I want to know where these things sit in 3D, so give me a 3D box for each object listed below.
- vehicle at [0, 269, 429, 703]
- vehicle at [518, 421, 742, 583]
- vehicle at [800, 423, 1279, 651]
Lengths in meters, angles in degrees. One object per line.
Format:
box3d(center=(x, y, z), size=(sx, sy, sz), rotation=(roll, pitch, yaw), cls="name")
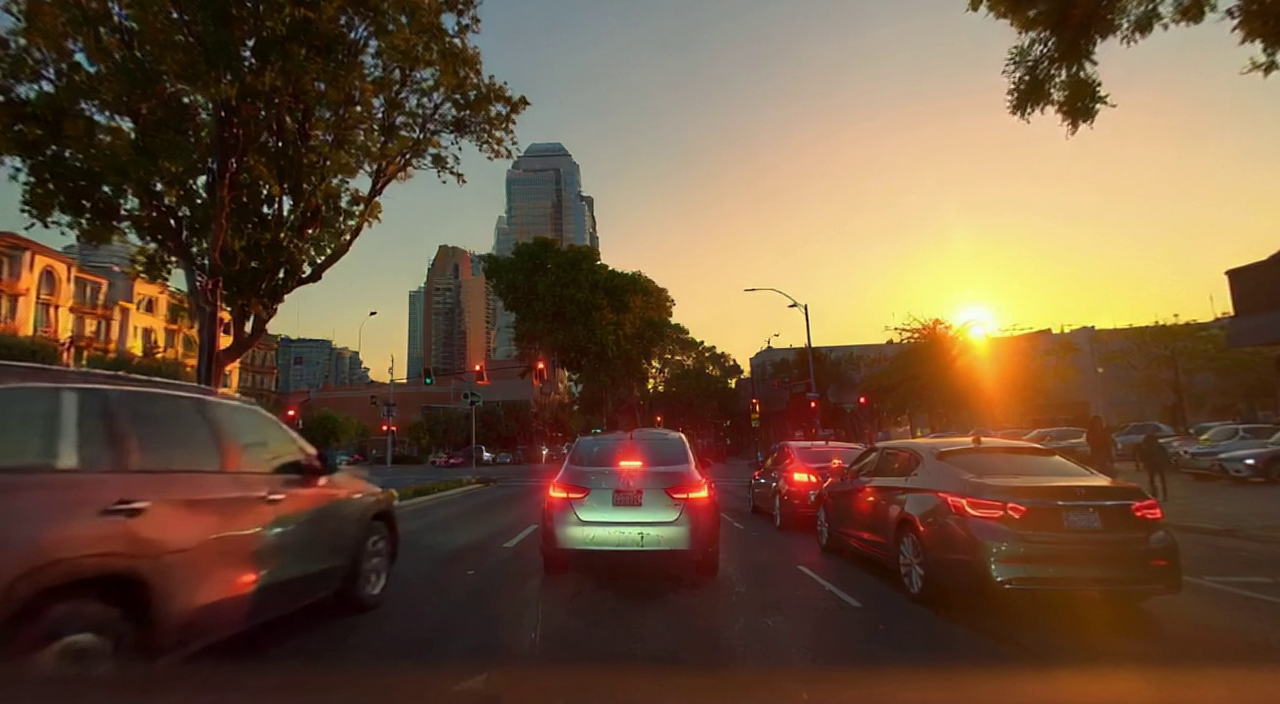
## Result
box3d(center=(-3.043, 0.887, 3.245), size=(2.223, 1.840, 4.919), rotation=(0, -9, 0), cls="vehicle")
box3d(center=(-0.128, 1.724, 8.069), size=(2.118, 1.512, 4.013), rotation=(0, -9, -1), cls="vehicle")
box3d(center=(3.215, 1.543, 6.439), size=(1.912, 1.454, 4.537), rotation=(0, -9, -1), cls="vehicle")
